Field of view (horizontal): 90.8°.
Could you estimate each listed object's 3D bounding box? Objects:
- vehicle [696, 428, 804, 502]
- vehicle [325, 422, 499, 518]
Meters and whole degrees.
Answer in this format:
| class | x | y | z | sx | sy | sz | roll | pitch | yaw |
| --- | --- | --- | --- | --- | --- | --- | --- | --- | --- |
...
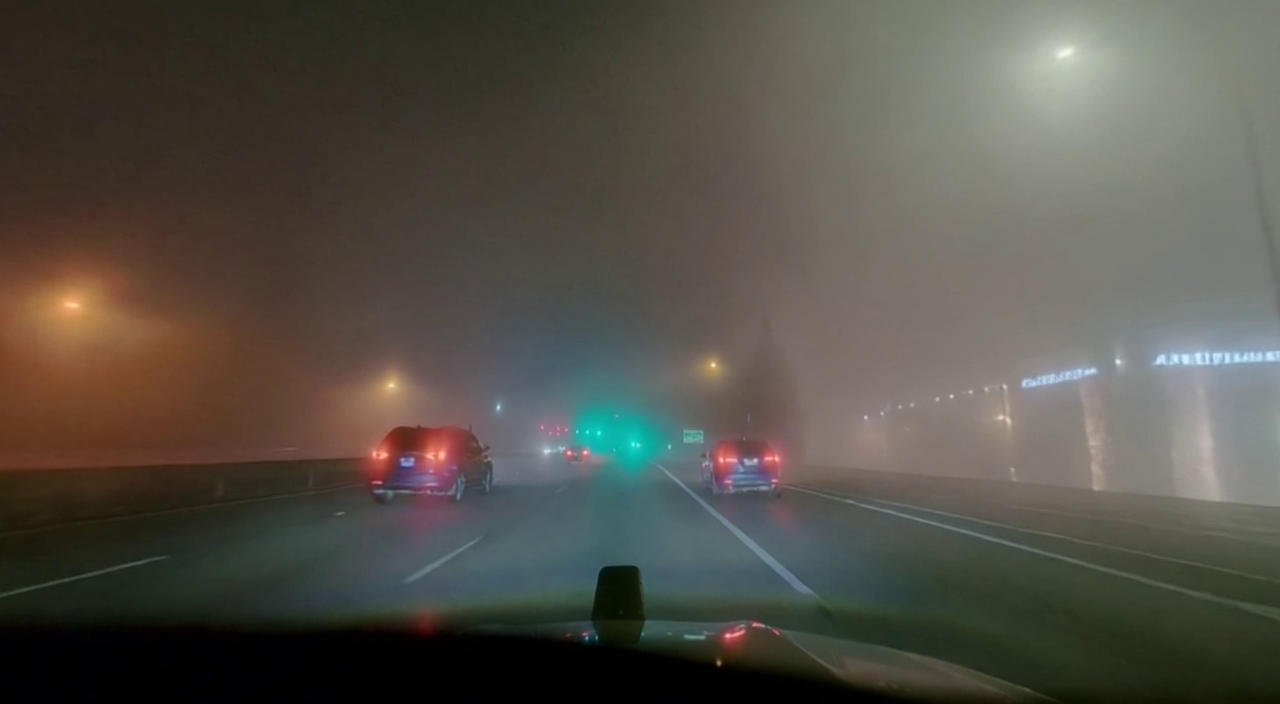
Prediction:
| class | x | y | z | sx | sy | sz | roll | pitch | yaw |
| --- | --- | --- | --- | --- | --- | --- | --- | --- | --- |
| vehicle | 2.746 | 2.929 | 16.797 | 1.997 | 1.686 | 4.247 | 0 | -8 | -1 |
| vehicle | -4.829 | 2.573 | 14.329 | 2.176 | 1.779 | 4.755 | 0 | -8 | 0 |
